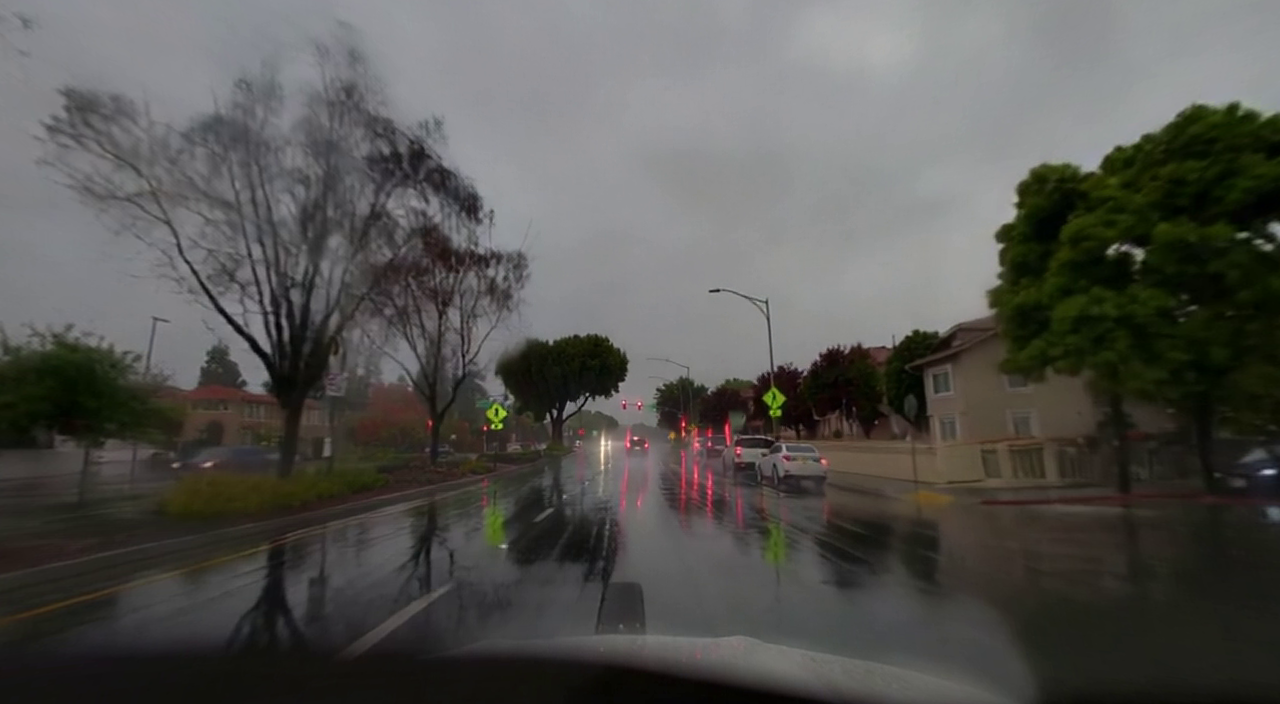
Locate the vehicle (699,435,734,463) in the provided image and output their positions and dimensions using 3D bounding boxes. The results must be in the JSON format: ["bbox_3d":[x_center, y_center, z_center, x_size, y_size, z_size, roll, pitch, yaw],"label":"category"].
[{"bbox_3d":[5.545,7.106,46.639,2.008,1.930,4.919,0,-8,1],"label":"vehicle"}]

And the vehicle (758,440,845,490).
[{"bbox_3d":[5.698,4.042,22.937,1.940,1.584,4.553,0,-9,0],"label":"vehicle"}]

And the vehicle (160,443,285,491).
[{"bbox_3d":[-16.408,4.511,25.168,1.957,1.705,4.346,0,-9,1],"label":"vehicle"}]

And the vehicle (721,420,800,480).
[{"bbox_3d":[5.415,4.555,29.431,2.324,2.468,6.422,0,-9,-1],"label":"vehicle"}]
